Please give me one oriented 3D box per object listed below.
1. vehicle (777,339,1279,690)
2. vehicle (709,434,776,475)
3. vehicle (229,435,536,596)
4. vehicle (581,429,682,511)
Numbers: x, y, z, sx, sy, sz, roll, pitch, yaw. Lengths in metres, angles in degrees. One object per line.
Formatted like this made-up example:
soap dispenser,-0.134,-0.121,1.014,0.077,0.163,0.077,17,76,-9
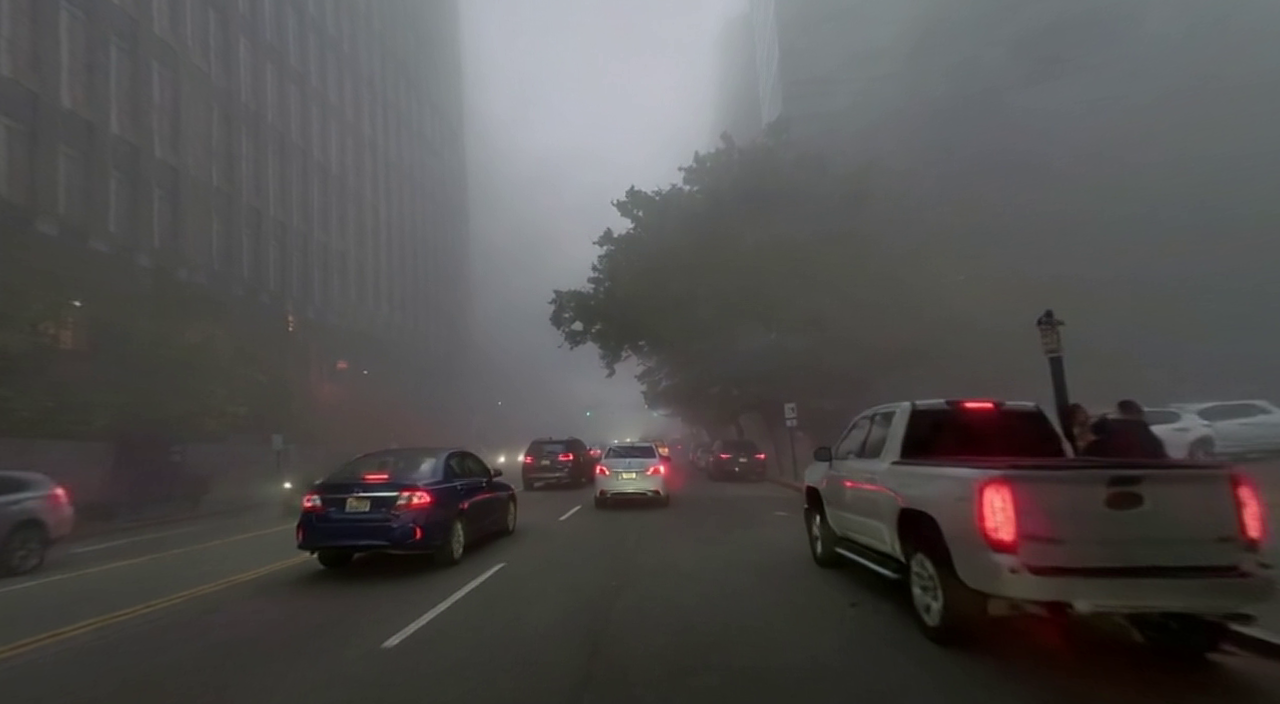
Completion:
vehicle,2.989,1.225,5.987,2.352,1.953,4.798,0,-8,1
vehicle,3.967,4.006,25.116,2.065,1.461,4.181,0,-7,1
vehicle,-2.788,1.838,8.162,1.940,1.481,4.376,0,-8,3
vehicle,-0.091,2.700,14.983,2.076,1.667,3.948,0,-8,2
